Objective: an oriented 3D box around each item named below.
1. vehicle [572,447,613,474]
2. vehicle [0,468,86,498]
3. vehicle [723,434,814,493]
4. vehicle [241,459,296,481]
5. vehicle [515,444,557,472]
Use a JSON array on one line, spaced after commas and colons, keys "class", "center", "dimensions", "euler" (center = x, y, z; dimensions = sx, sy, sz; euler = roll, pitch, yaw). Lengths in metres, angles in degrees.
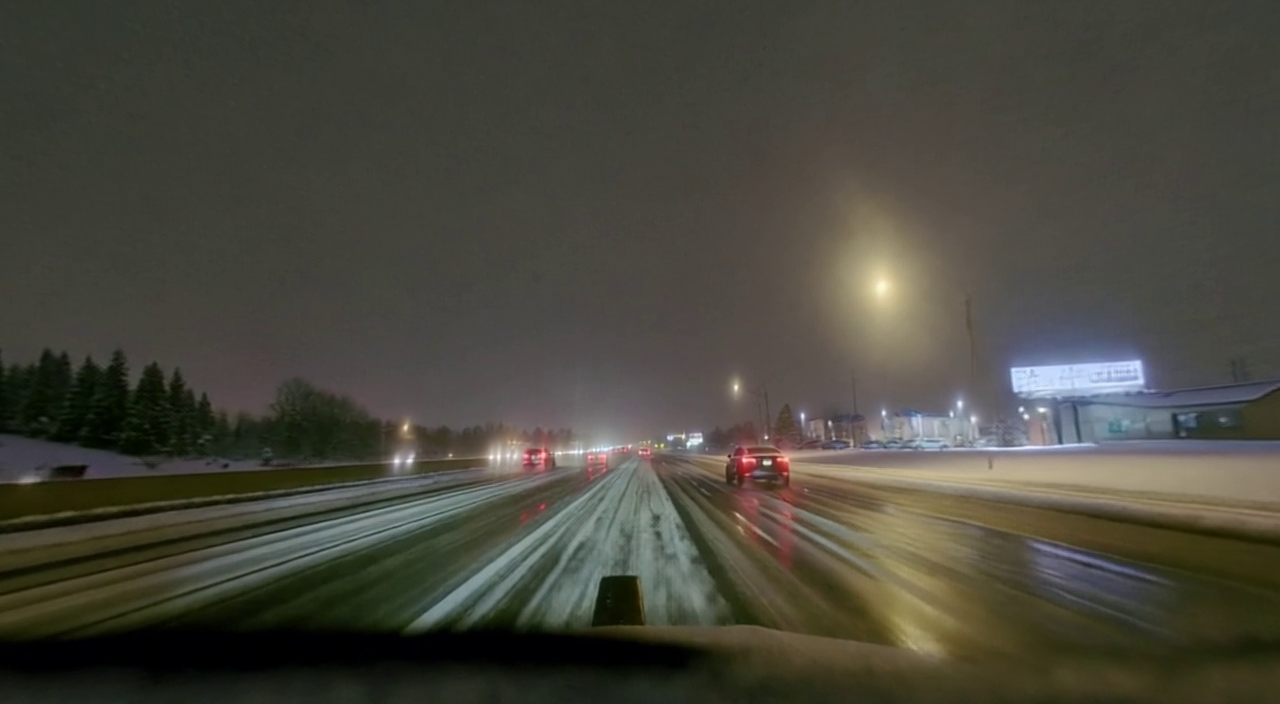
[{"class": "vehicle", "center": [-2.801, 6.528, 38.006], "dimensions": [2.139, 1.510, 4.506], "euler": [0, -9, 0]}, {"class": "vehicle", "center": [-33.671, 7.266, 35.155], "dimensions": [1.813, 1.475, 3.941], "euler": [0, -9, 1]}, {"class": "vehicle", "center": [4.269, 3.783, 21.706], "dimensions": [2.109, 1.764, 4.704], "euler": [0, -9, 0]}, {"class": "vehicle", "center": [-27.777, 8.840, 47.199], "dimensions": [1.722, 1.495, 3.786], "euler": [0, -9, 0]}, {"class": "vehicle", "center": [-7.323, 7.512, 44.881], "dimensions": [2.112, 1.813, 4.716], "euler": [0, -9, 1]}]
